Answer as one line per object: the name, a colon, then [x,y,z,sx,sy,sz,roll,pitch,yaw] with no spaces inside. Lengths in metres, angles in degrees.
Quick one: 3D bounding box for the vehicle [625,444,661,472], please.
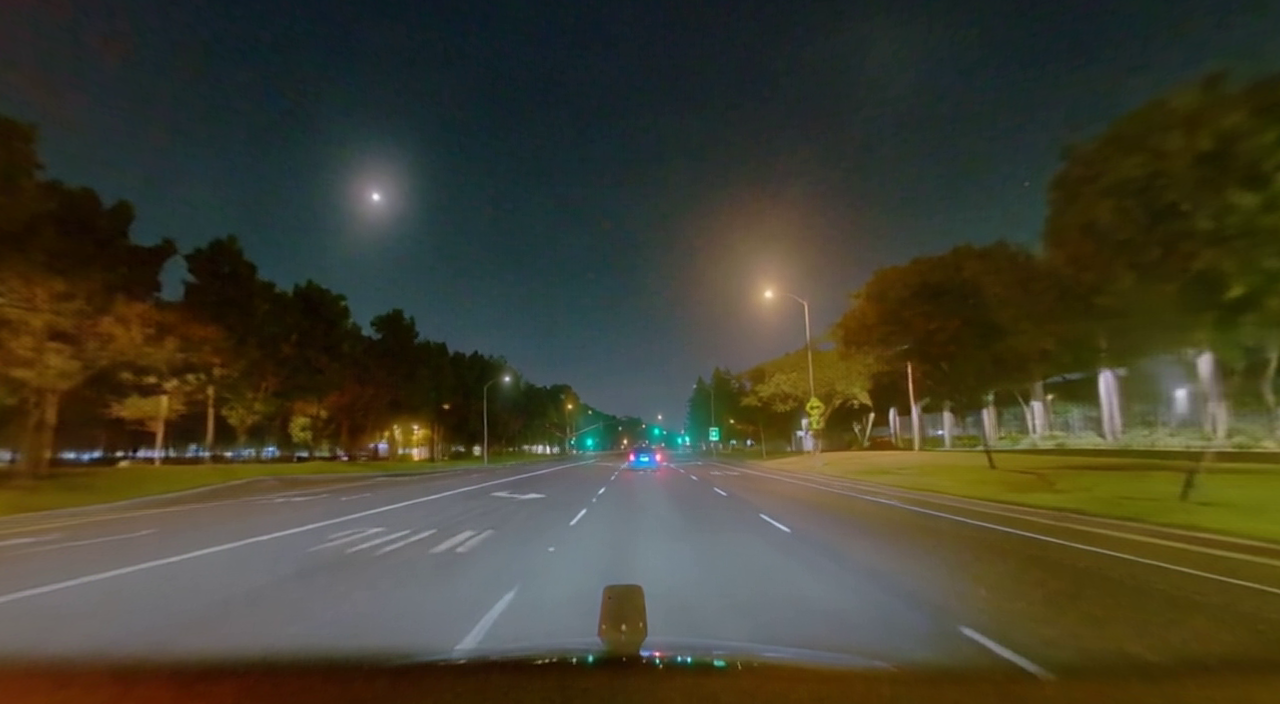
vehicle: [0.105,6.095,36.657,1.978,1.499,3.915,0,-8,-1]
